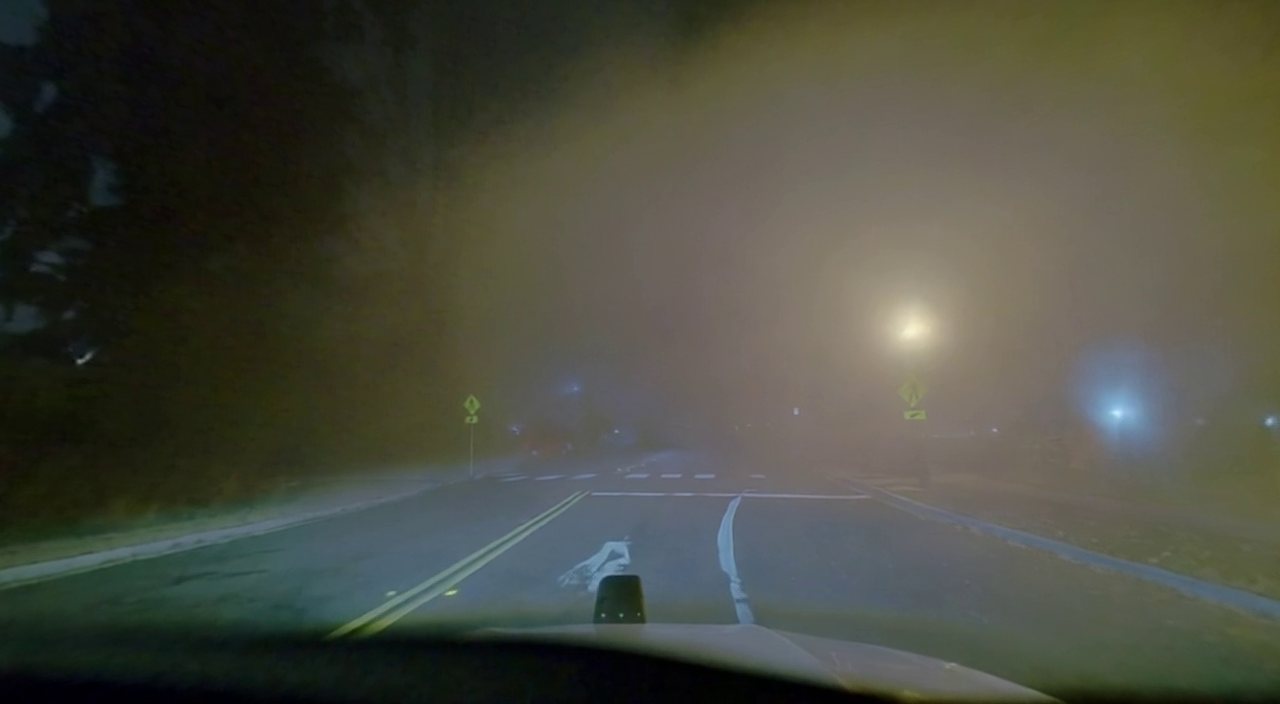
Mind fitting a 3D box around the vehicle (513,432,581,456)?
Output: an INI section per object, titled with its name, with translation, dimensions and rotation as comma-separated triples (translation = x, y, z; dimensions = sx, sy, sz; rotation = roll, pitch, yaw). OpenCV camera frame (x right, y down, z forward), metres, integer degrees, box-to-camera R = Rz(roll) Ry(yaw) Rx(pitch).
[vehicle]
translation = -6.608, 6.571, 44.977
dimensions = 4.377, 1.596, 1.836
rotation = -3, -9, 17
